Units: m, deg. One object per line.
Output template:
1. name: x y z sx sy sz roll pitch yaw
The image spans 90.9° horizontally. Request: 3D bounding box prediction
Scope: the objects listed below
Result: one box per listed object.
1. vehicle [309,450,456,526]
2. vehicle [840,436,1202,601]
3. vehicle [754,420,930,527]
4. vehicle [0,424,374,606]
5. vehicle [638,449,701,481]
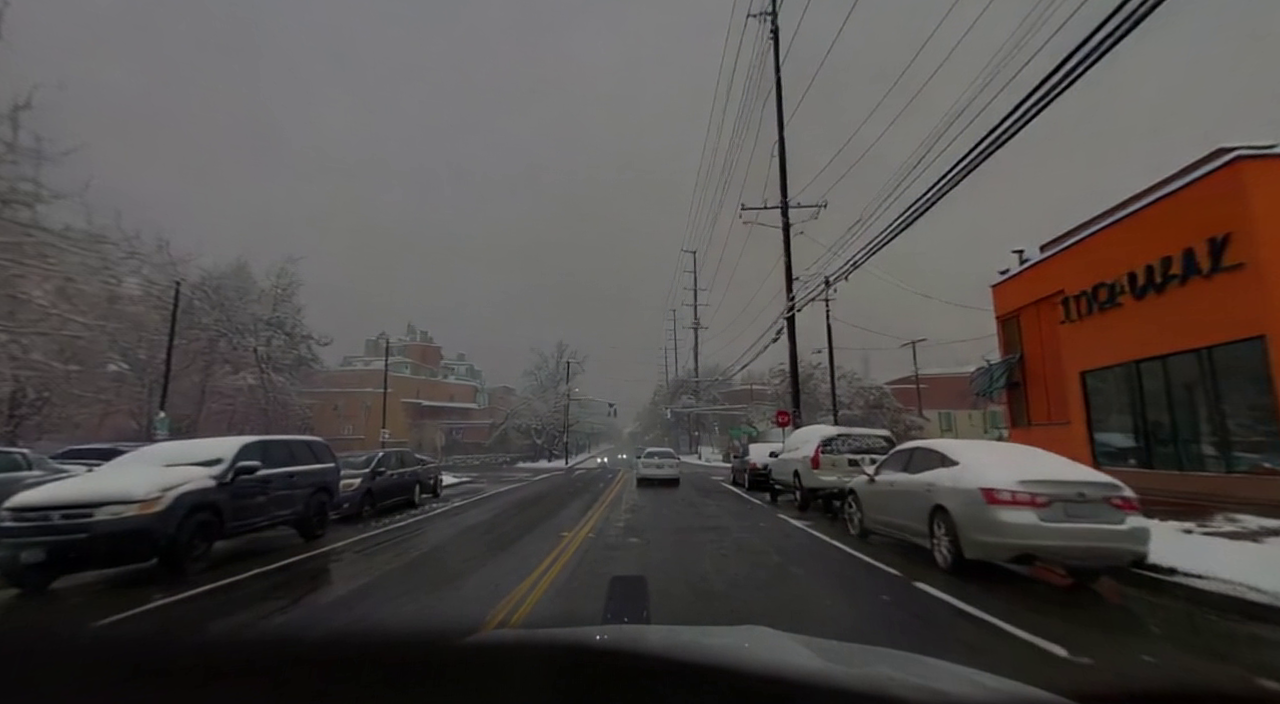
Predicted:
1. vehicle: -5.709 3.011 14.509 1.820 1.482 3.737 0 -8 -1
2. vehicle: 4.135 1.825 7.964 1.840 1.452 4.517 0 -8 2
3. vehicle: 4.069 2.505 13.756 2.178 1.856 4.756 2 -7 -1
4. vehicle: -5.885 1.995 8.869 2.146 1.775 5.117 0 -8 -2
5. vehicle: 1.588 5.685 32.147 2.033 1.464 4.645 -3 -9 18
